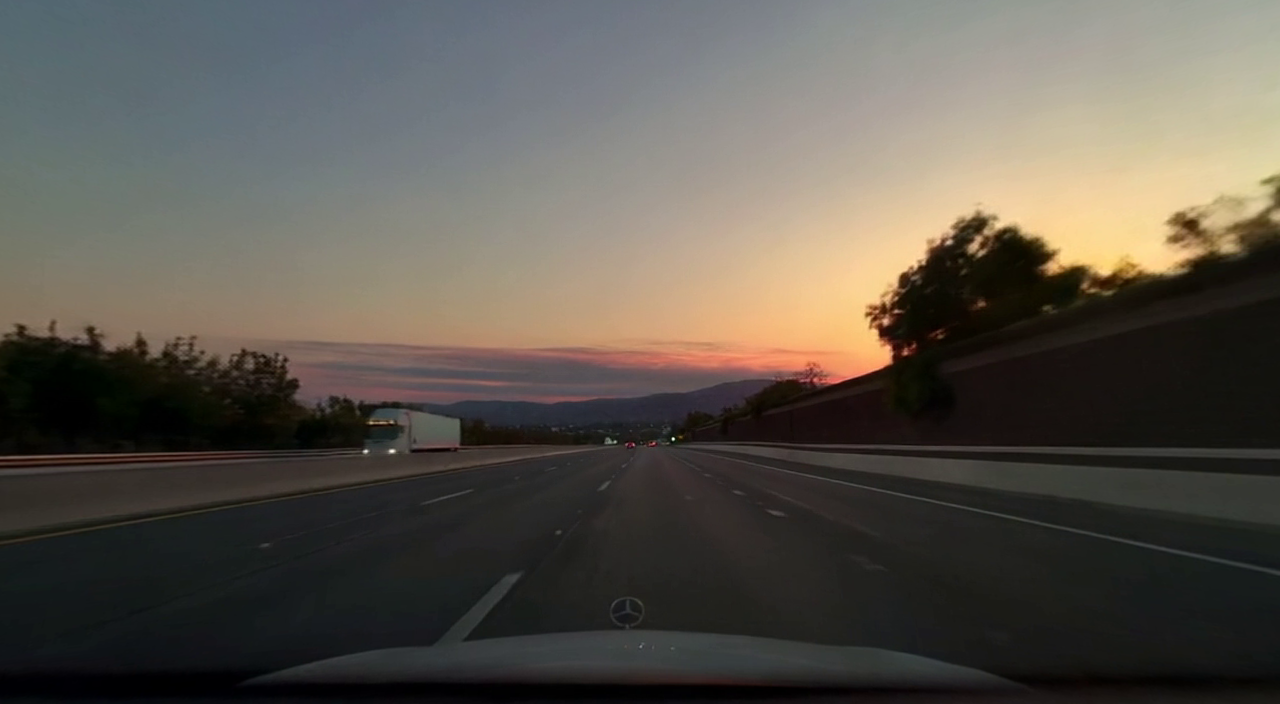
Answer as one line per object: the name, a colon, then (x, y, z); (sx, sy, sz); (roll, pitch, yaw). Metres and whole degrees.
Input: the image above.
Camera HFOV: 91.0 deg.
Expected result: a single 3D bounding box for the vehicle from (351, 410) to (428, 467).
vehicle: (-18.837, 6.580, 47.806); (3.006, 3.996, 6.212); (0, -8, 2)
